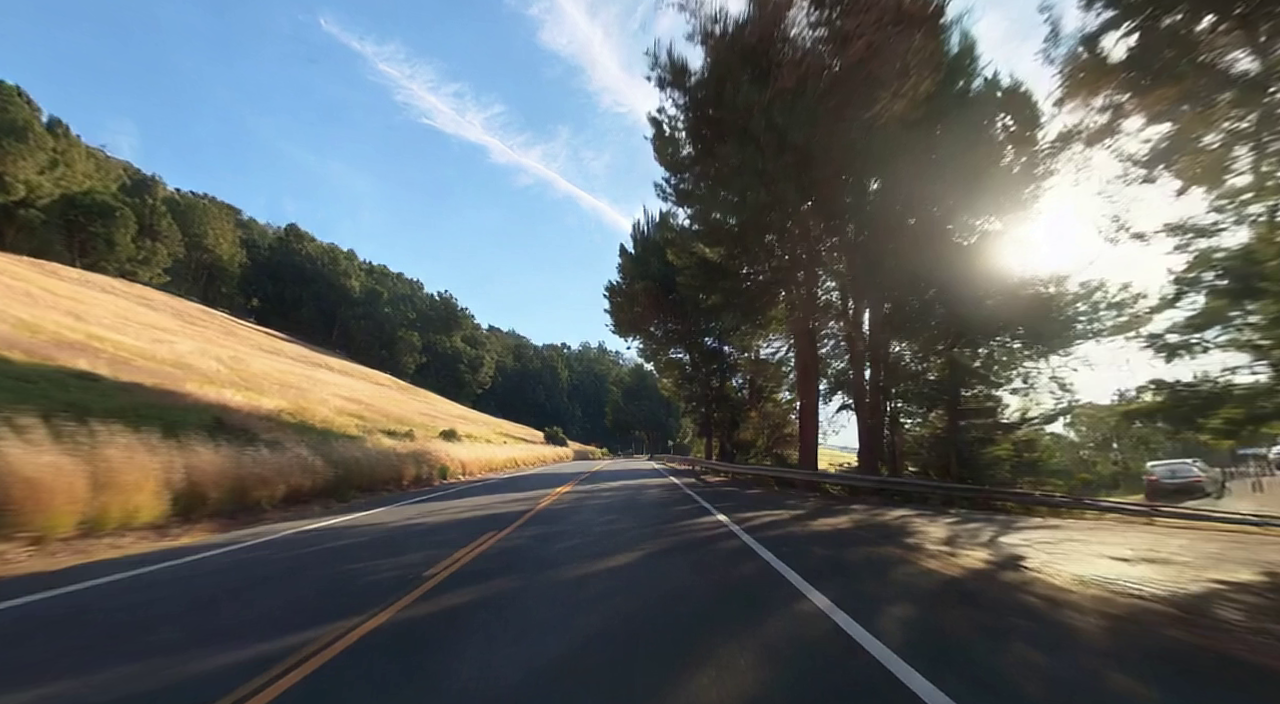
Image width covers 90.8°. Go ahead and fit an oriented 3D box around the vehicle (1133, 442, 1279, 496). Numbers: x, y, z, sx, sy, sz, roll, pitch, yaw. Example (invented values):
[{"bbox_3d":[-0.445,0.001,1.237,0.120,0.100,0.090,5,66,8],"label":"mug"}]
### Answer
[{"bbox_3d":[35.331,7.174,39.101,7.025,2.942,2.463,-1,-7,15],"label":"vehicle"}]
